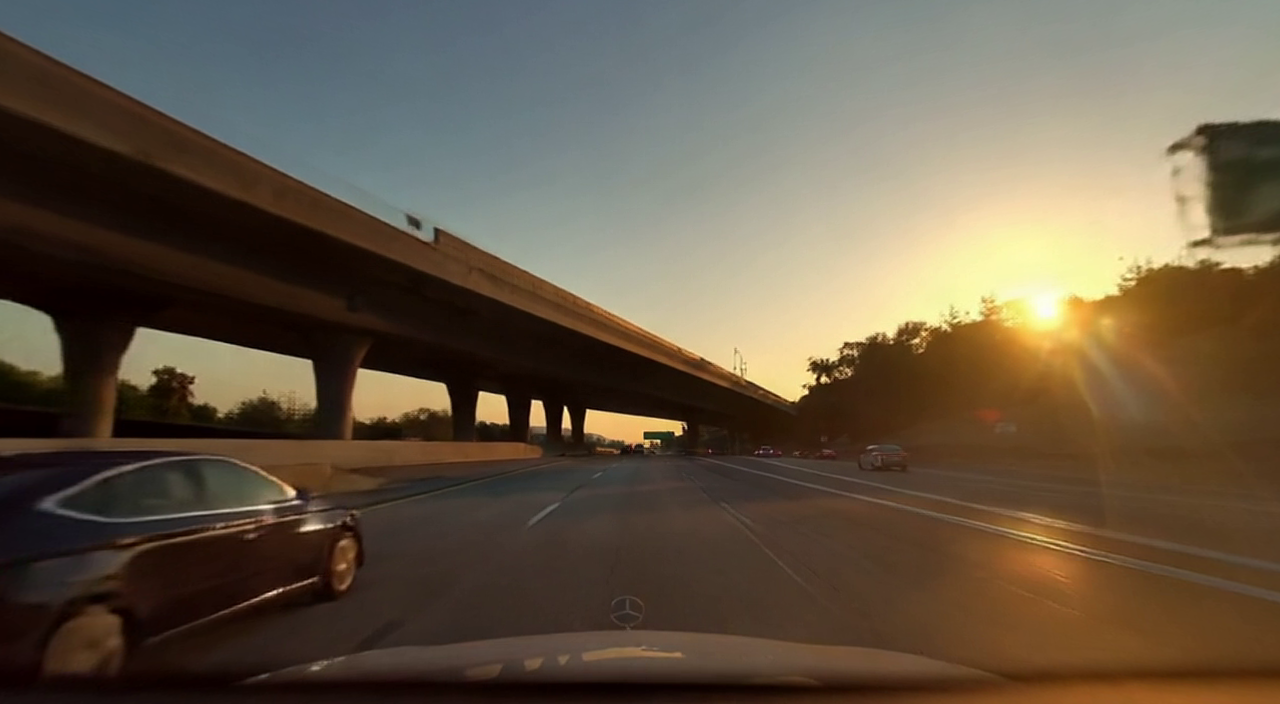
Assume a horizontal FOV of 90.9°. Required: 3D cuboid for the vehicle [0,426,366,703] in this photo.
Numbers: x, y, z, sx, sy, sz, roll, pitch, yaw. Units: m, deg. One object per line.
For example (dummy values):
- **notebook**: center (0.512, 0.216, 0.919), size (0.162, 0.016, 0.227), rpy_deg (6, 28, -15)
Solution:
- **vehicle**: center (-3.720, 1.284, 4.113), size (1.968, 1.504, 3.892), rpy_deg (-1, -8, 2)
